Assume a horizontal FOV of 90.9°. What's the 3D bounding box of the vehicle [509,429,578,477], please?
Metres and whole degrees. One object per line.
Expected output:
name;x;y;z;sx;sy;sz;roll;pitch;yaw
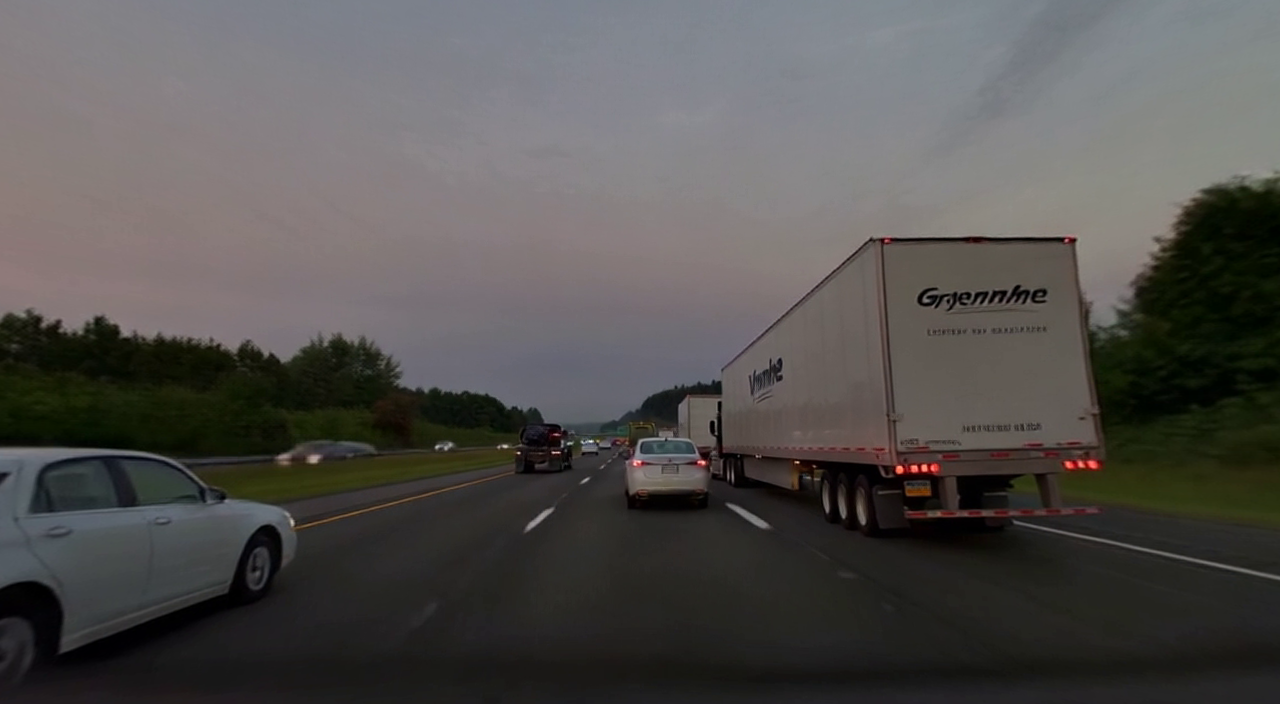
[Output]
vehicle;-3.704;3.940;24.990;2.006;1.729;4.447;0;-8;0

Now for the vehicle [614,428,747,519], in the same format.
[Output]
vehicle;0.610;2.305;12.599;2.200;1.495;4.282;0;-8;-2

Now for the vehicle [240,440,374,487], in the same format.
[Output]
vehicle;-11.283;3.766;21.833;2.037;1.397;4.817;0;-8;0

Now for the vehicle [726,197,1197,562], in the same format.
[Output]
vehicle;4.454;1.203;14.154;2.883;4.070;14.423;0;-8;-1

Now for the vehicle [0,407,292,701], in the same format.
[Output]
vehicle;-4.321;1.072;3.514;2.100;1.491;4.676;0;-8;0
